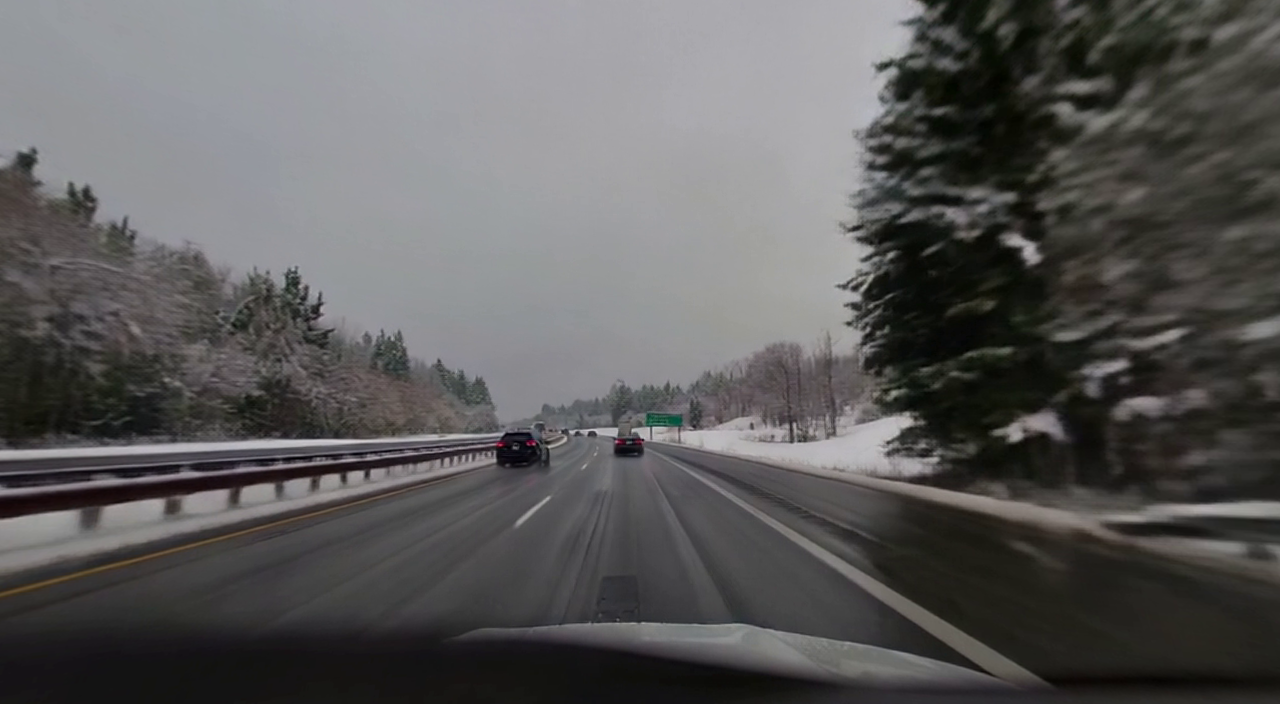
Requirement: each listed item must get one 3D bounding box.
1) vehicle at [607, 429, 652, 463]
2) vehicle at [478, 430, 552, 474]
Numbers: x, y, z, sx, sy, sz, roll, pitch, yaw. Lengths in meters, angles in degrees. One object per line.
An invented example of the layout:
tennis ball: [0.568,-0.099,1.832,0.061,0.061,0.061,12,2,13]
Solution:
vehicle: [-0.564,4.843,32.594,2.162,1.616,4.242,0,-8,-1]
vehicle: [-4.589,3.726,23.800,1.975,1.518,4.242,0,-8,-1]
